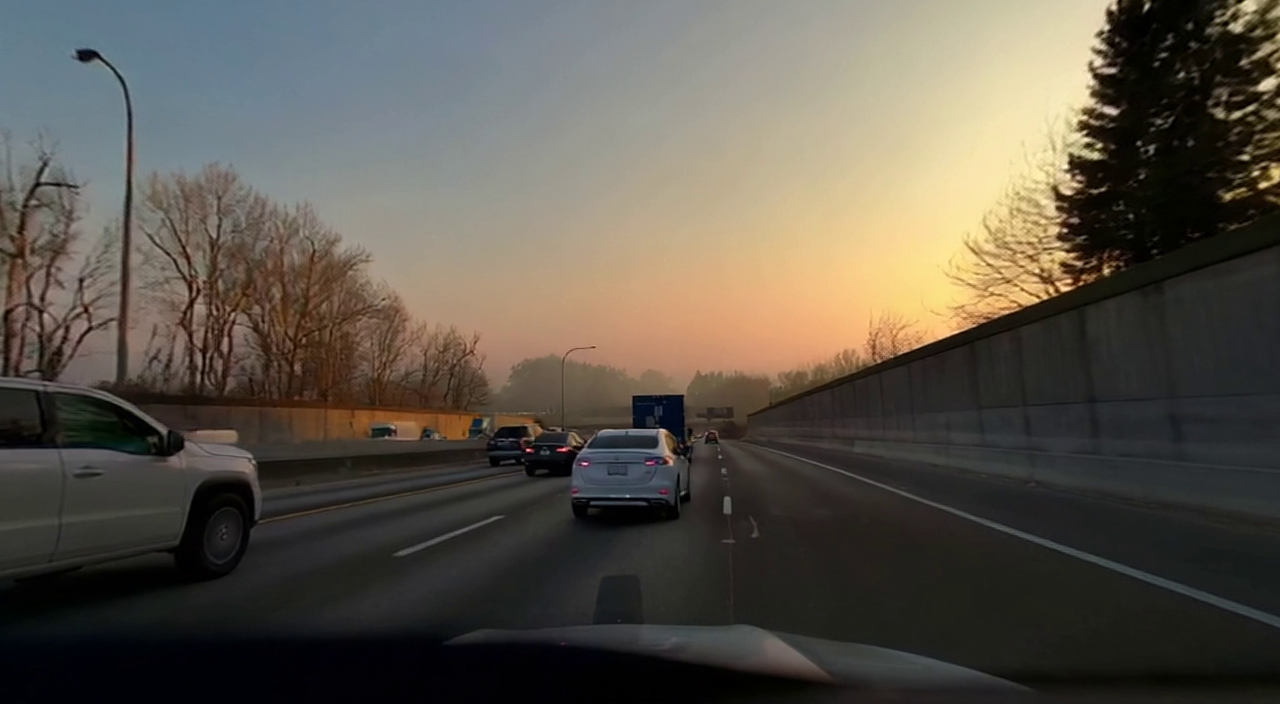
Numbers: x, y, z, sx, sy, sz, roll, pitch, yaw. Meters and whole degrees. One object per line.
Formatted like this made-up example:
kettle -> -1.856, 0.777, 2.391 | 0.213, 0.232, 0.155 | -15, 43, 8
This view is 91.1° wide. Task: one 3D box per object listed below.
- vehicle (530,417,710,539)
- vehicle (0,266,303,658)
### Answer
vehicle -> -0.047, 1.854, 10.003 | 2.089, 1.485, 4.153 | -1, -8, 9
vehicle -> -5.211, 0.701, 4.036 | 2.386, 2.435, 5.831 | -1, -8, 6
